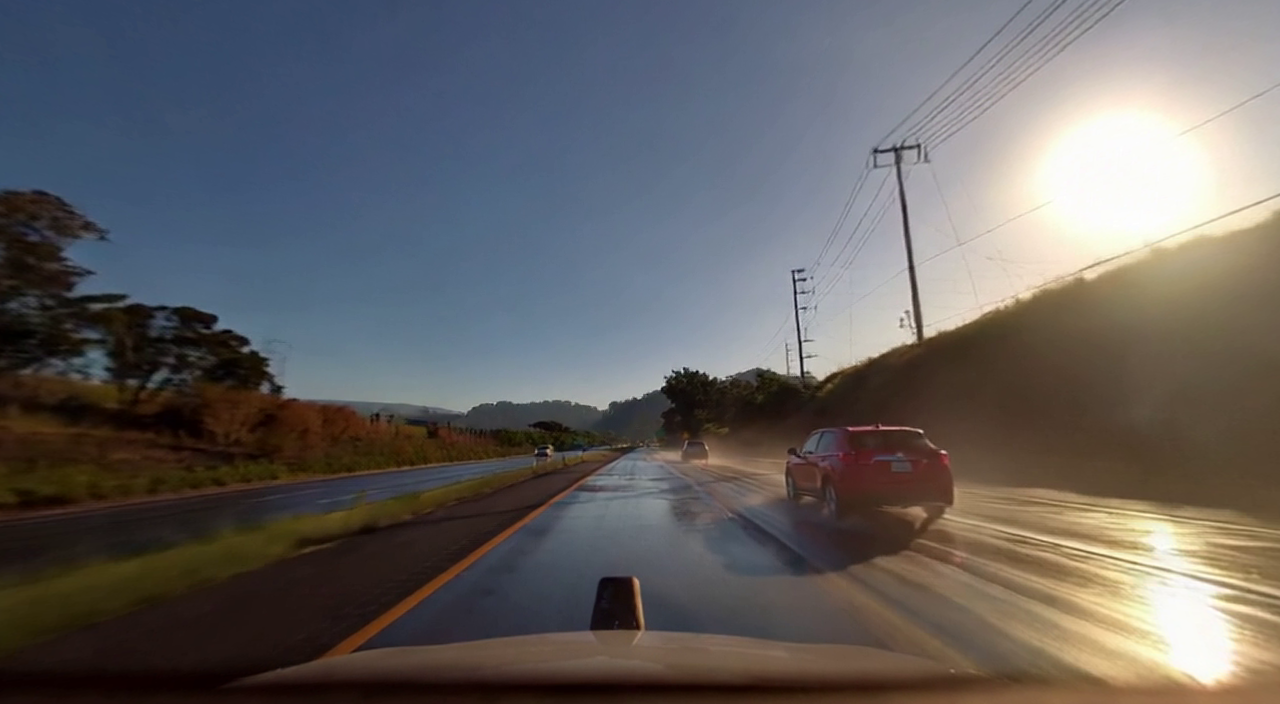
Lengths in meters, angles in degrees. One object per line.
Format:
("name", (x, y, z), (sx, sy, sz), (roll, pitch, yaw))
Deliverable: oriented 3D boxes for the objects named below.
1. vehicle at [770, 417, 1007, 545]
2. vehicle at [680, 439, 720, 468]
("vehicle", (3.589, 1.938, 10.174), (1.977, 1.581, 4.428), (-1, -8, -1))
("vehicle", (3.329, 5.683, 35.530), (1.868, 1.507, 3.833), (-1, -8, -1))
